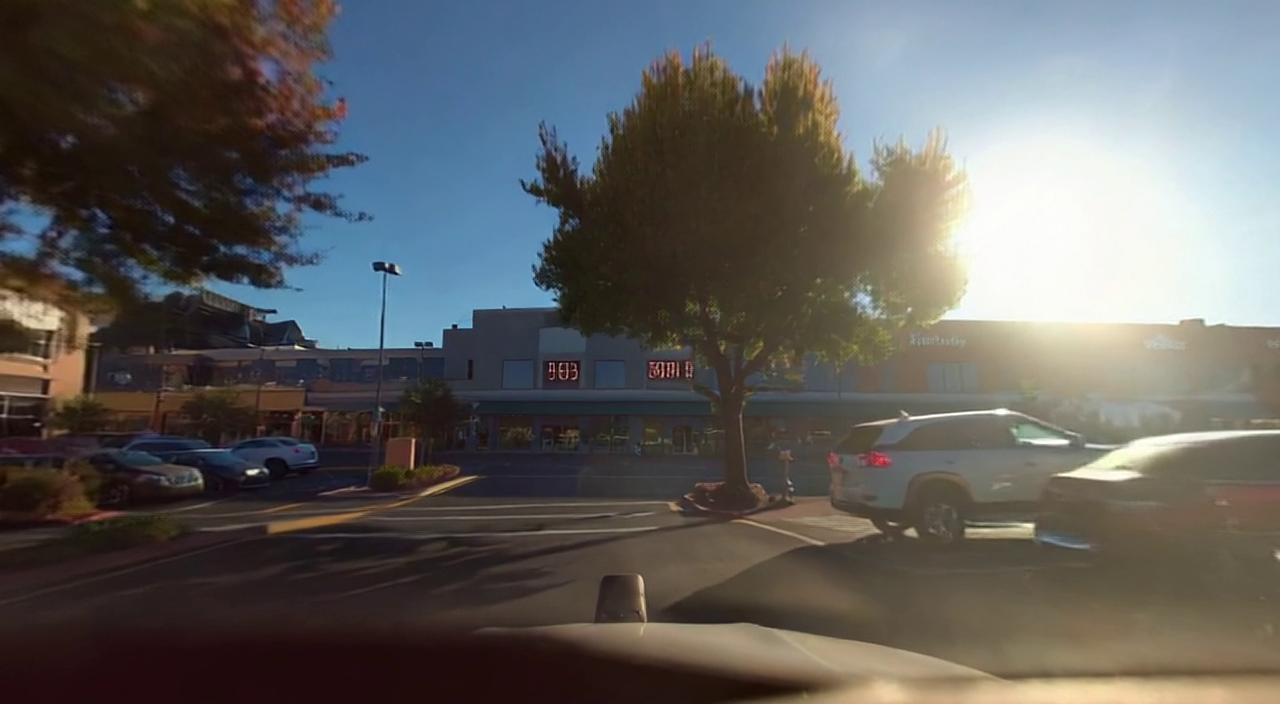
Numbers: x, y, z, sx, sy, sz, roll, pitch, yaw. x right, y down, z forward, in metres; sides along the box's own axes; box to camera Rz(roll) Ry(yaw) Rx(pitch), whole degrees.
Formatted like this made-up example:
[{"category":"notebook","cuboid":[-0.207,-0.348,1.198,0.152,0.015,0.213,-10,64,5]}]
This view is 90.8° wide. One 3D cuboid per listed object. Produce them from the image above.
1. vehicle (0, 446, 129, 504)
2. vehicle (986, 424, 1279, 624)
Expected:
[{"category":"vehicle","cuboid":[-16.110,3.181,16.555,3.898,1.430,1.973,5,-10,-31]},{"category":"vehicle","cuboid":[5.980,1.452,5.794,4.488,1.499,1.833,0,-9,0]}]
